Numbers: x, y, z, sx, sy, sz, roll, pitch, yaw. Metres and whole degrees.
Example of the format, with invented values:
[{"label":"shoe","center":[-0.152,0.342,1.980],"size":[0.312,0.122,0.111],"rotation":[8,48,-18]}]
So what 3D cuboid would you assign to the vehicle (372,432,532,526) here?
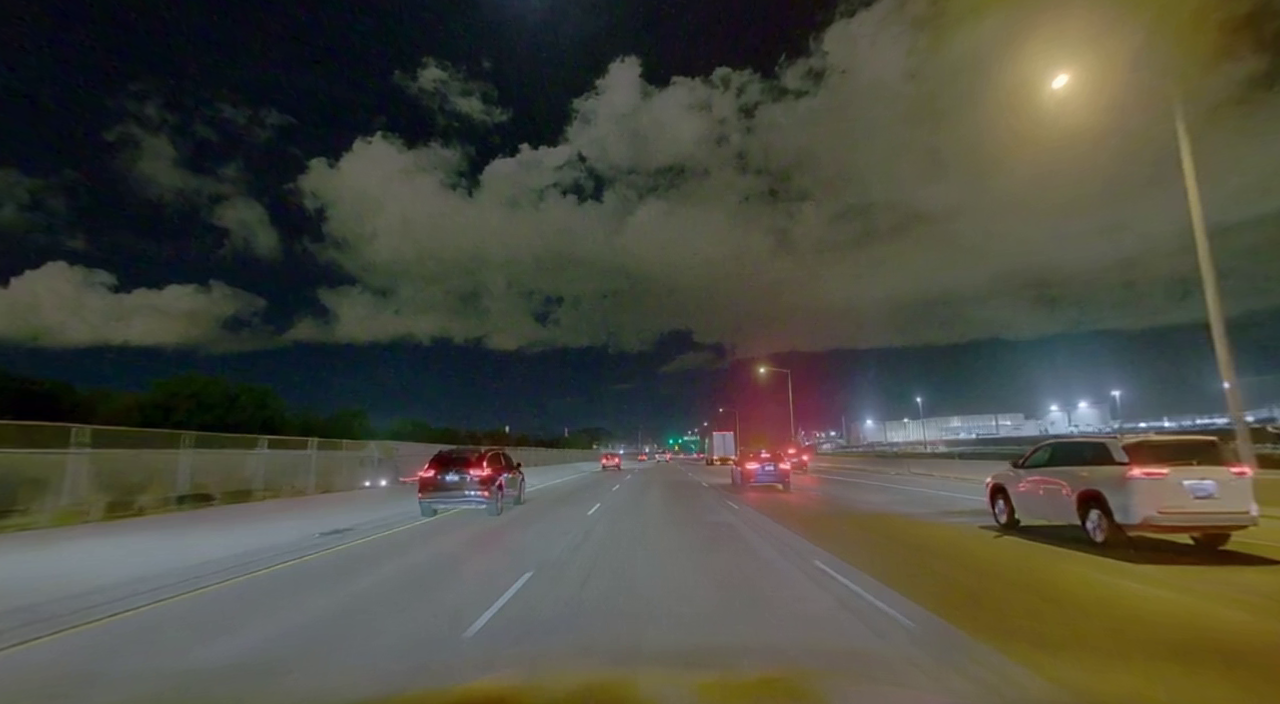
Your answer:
[{"label":"vehicle","center":[-3.766,2.608,13.533],"size":[2.036,1.669,4.112],"rotation":[-1,-8,2]}]

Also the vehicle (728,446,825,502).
[{"label":"vehicle","center":[3.927,3.564,18.917],"size":[1.942,1.453,4.329],"rotation":[0,-8,0]}]

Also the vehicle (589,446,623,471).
[{"label":"vehicle","center":[-2.530,7.951,47.504],"size":[2.108,1.748,4.514],"rotation":[-1,-8,3]}]

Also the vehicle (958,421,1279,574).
[{"label":"vehicle","center":[7.386,2.050,9.886],"size":[2.145,1.743,5.058],"rotation":[0,-8,0]}]
